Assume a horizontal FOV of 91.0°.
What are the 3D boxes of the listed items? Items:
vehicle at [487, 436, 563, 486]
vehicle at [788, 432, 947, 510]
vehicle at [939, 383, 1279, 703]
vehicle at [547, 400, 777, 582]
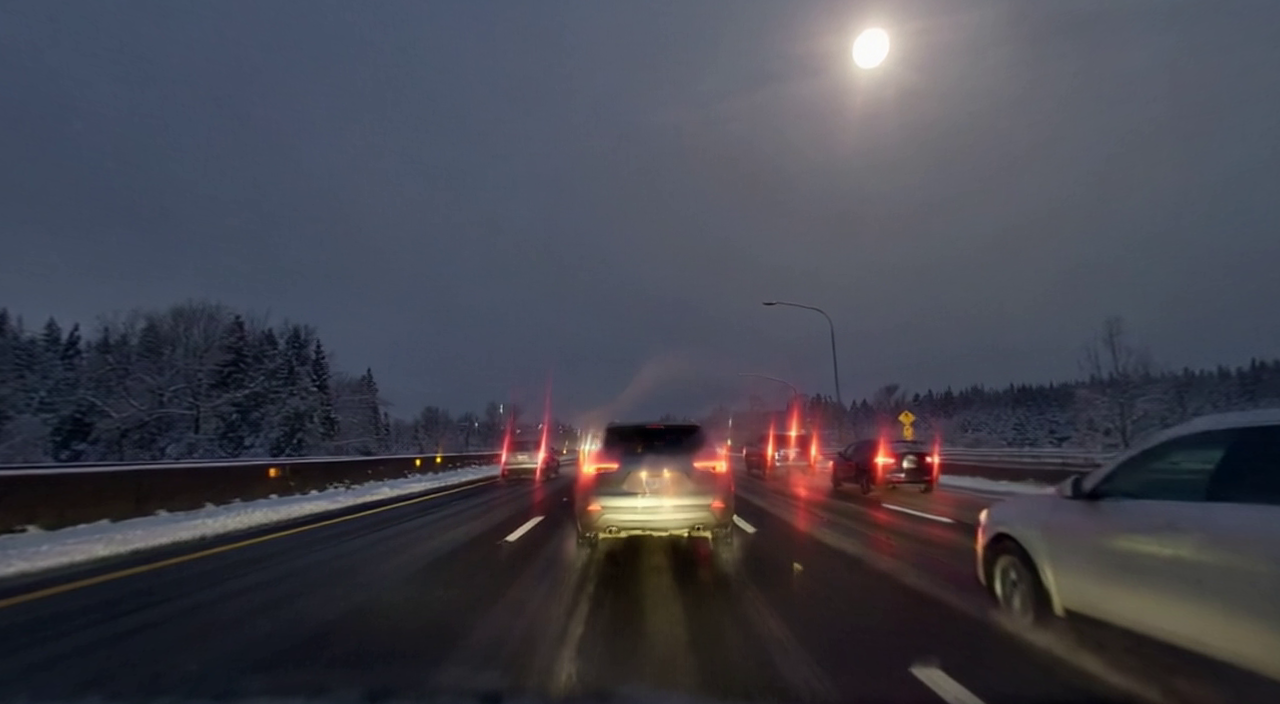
[{"bbox_3d":[-4.383,4.223,24.715,2.047,1.755,4.638,0,-9,1],"label":"vehicle"},{"bbox_3d":[5.403,2.884,15.713,1.972,1.647,4.429,1,-9,-5],"label":"vehicle"},{"bbox_3d":[3.324,0.928,2.516,2.028,1.534,4.691,0,-9,1],"label":"vehicle"},{"bbox_3d":[0.087,1.652,8.169,2.230,1.740,3.976,1,-9,-4],"label":"vehicle"}]
